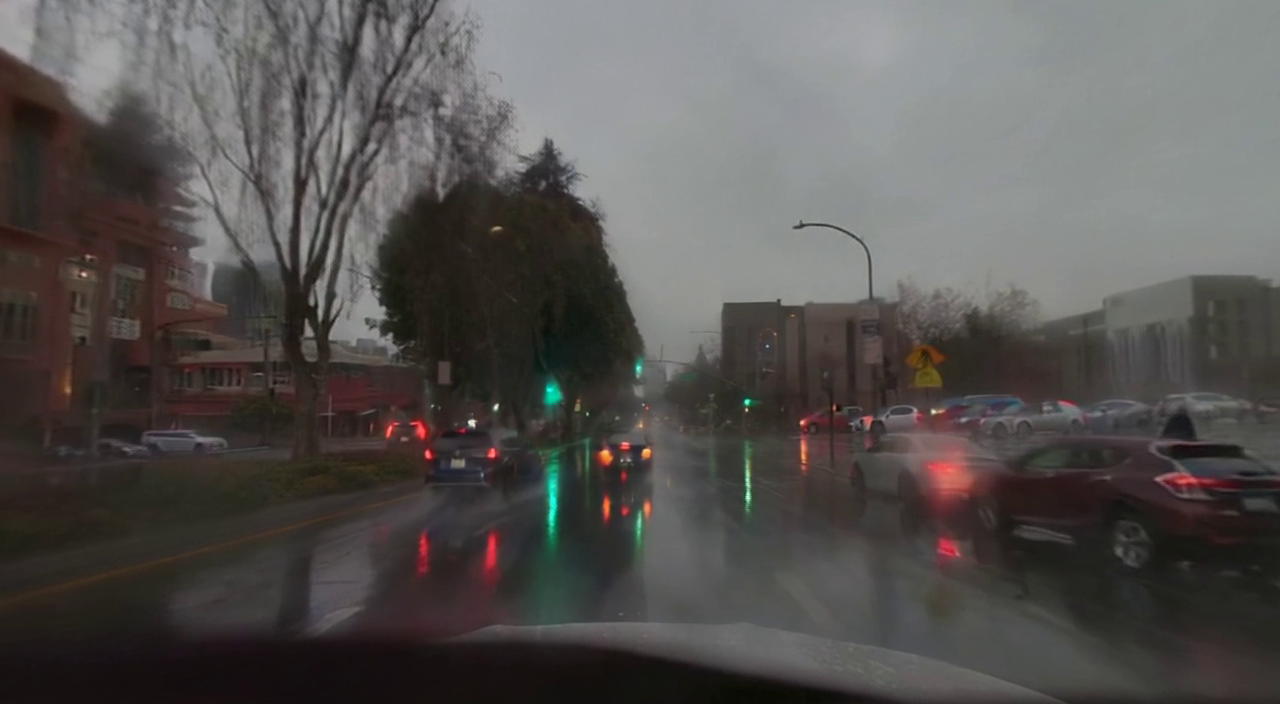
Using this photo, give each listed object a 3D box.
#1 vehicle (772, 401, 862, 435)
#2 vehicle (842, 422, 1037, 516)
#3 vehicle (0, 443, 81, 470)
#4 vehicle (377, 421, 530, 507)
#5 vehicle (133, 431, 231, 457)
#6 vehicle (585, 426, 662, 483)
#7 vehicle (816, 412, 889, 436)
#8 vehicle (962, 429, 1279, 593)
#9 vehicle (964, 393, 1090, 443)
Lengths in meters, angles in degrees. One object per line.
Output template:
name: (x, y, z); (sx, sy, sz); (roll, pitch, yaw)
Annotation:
vehicle: (13.781, 5.191, 49.160); (6.541, 2.480, 2.259); (3, -9, -19)
vehicle: (6.201, 2.469, 13.840); (1.904, 1.705, 4.510); (0, -9, -2)
vehicle: (-34.165, 5.804, 35.206); (3.957, 1.396, 2.134); (0, -8, 1)
vehicle: (-3.732, 2.349, 13.605); (1.934, 1.522, 4.464); (0, -8, 0)
vehicle: (-27.401, 5.539, 37.904); (4.453, 1.471, 1.921); (-1, -8, 4)
vehicle: (-0.446, 3.075, 19.073); (2.082, 1.520, 3.896); (0, -8, 0)
vehicle: (15.214, 5.177, 45.275); (4.775, 1.604, 1.915); (3, -9, -20)
vehicle: (6.129, 1.797, 8.016); (1.959, 1.513, 4.104); (0, -8, 1)
vehicle: (21.676, 3.754, 35.537); (5.756, 2.653, 2.403); (2, -9, -11)
